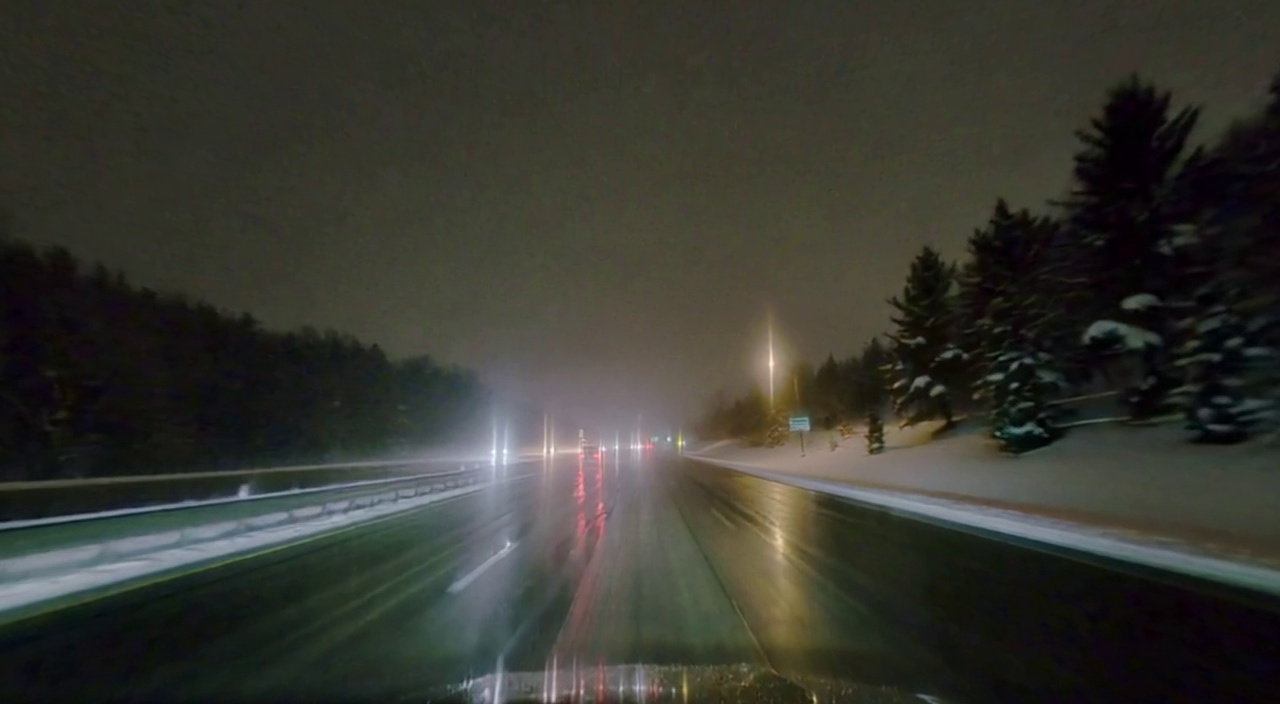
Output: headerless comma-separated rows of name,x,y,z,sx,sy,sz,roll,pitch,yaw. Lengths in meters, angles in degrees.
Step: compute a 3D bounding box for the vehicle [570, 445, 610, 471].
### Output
vehicle,-2.935,6.364,37.946,1.991,1.473,4.707,0,-9,0
